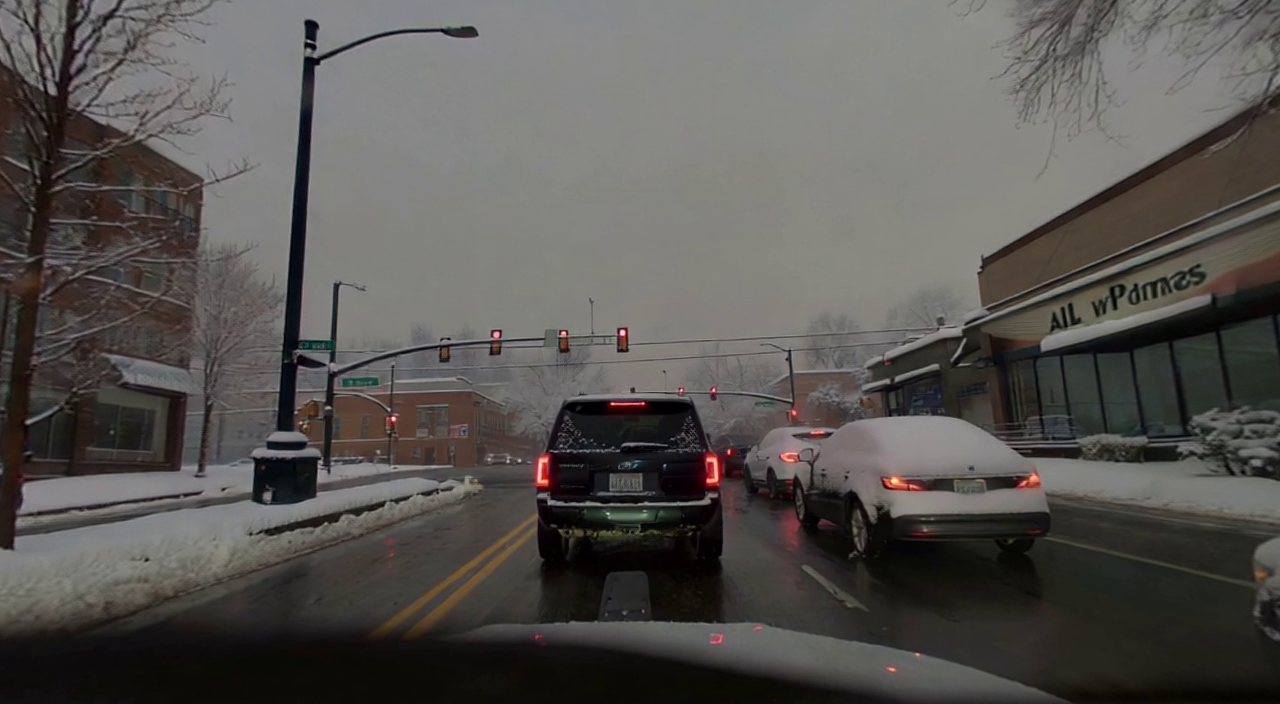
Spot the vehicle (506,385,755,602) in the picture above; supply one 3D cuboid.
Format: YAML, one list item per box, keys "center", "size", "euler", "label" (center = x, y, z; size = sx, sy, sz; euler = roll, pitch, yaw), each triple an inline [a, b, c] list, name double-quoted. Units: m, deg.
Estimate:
- center: [0.001, 1.533, 7.686]
  size: [2.154, 1.861, 4.280]
  euler: [0, -8, 3]
  label: "vehicle"

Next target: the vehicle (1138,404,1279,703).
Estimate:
- center: [3.370, 0.702, 0.749]
  size: [1.884, 1.484, 4.609]
  euler: [0, -8, 2]
  label: "vehicle"

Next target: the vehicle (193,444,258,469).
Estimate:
- center: [-27.424, 6.880, 41.866]
  size: [1.693, 1.563, 3.716]
  euler: [0, -8, 0]
  label: "vehicle"

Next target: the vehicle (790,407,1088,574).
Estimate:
- center: [3.626, 1.758, 8.787]
  size: [2.036, 1.719, 4.318]
  euler: [0, -8, 0]
  label: "vehicle"
